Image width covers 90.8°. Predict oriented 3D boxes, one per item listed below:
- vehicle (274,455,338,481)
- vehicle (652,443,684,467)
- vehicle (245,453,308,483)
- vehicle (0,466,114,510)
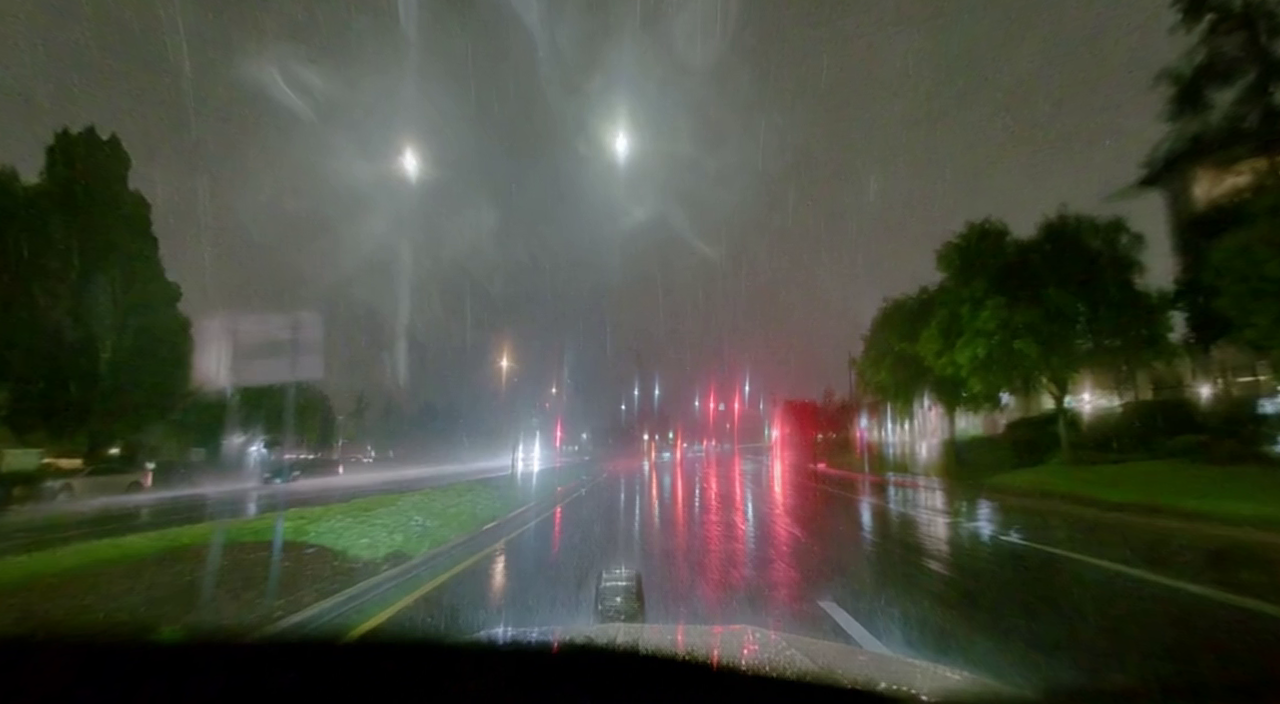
[{"bbox_3d":[-23.796,8.280,45.258,1.956,1.637,4.323,-1,-9,5],"label":"vehicle"},{"bbox_3d":[2.010,7.206,44.383,2.037,1.568,3.693,-1,-9,5],"label":"vehicle"},{"bbox_3d":[-26.485,8.468,46.239,1.961,1.865,4.266,-5,-8,3],"label":"vehicle"},{"bbox_3d":[-25.295,5.726,26.855,1.849,1.438,4.725,-3,-8,0],"label":"vehicle"}]
